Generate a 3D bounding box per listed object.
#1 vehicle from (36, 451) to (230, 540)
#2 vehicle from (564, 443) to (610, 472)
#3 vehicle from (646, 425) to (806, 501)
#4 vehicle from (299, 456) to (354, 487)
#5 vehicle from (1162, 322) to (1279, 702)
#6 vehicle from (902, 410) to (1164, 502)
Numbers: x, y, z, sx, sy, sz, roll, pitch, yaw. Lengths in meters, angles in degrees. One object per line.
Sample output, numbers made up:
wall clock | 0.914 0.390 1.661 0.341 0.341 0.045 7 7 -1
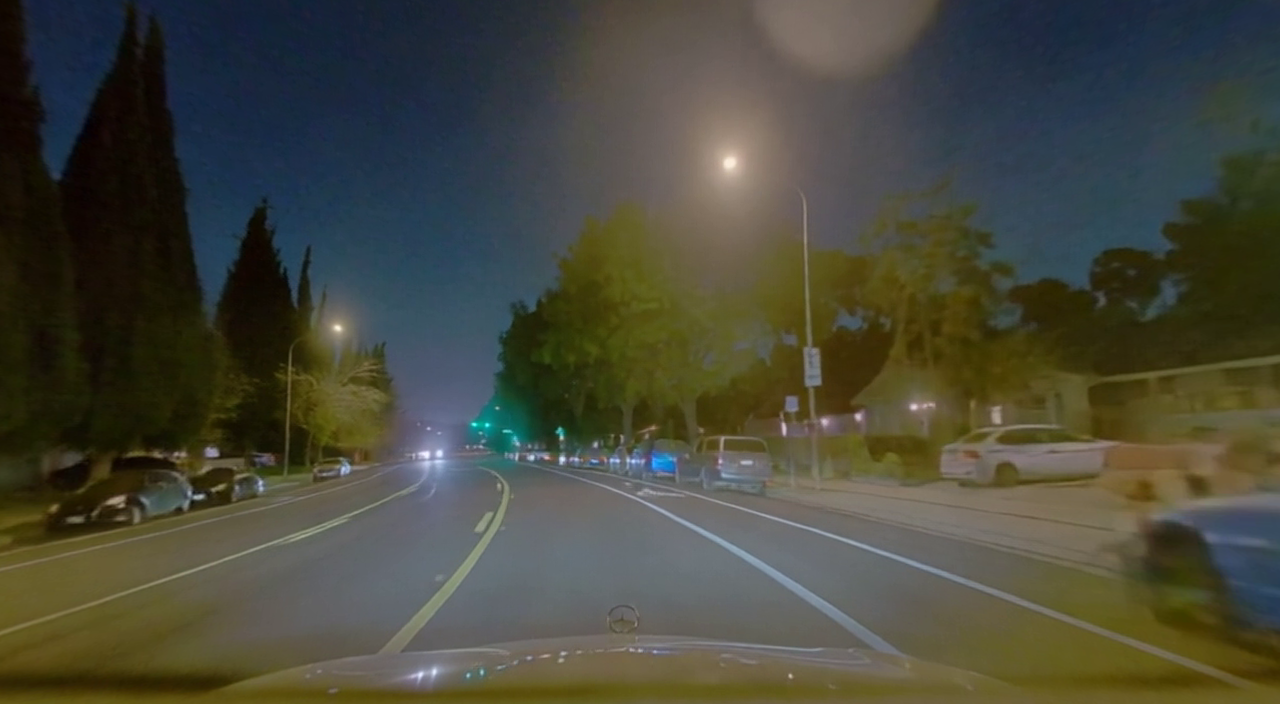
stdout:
vehicle | -13.376 3.719 17.032 1.992 1.677 4.499 -6 -7 -8
vehicle | -3.635 7.014 42.248 2.348 1.804 5.207 2 -9 -13
vehicle | 2.244 3.354 19.290 2.723 1.785 7.174 4 -10 -10
vehicle | -19.060 7.236 38.403 1.932 1.468 4.305 -5 -7 -12
vehicle | 4.666 0.451 0.436 2.402 1.889 6.910 3 -9 -4
vehicle | 9.017 2.398 14.703 4.724 1.585 2.123 -4 -9 -7
